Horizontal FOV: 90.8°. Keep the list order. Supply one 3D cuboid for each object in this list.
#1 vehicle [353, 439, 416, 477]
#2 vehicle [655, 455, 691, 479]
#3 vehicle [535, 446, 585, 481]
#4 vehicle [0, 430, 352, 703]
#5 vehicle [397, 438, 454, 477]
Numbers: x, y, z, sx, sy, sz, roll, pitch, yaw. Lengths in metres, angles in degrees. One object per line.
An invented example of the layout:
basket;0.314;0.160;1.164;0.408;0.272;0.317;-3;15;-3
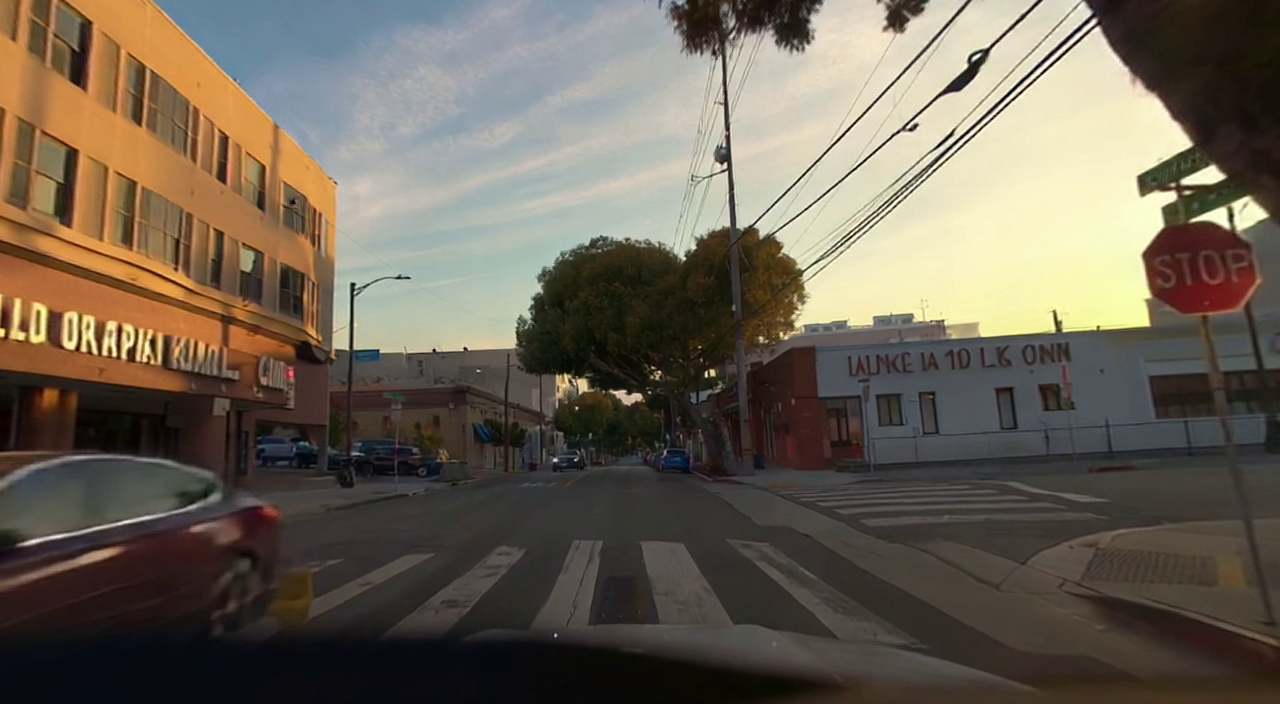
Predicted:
vehicle;-19.486;8.058;48.561;2.256;2.668;5.979;0;-7;0
vehicle;2.102;7.384;40.781;1.877;1.373;3.854;0;-9;-4
vehicle;-4.843;6.792;38.897;2.495;1.966;4.846;0;-9;-1
vehicle;-3.908;1.291;3.958;2.140;1.512;4.536;0;-8;-1
vehicle;-16.558;8.181;49.118;2.715;2.789;6.225;0;-9;-5
